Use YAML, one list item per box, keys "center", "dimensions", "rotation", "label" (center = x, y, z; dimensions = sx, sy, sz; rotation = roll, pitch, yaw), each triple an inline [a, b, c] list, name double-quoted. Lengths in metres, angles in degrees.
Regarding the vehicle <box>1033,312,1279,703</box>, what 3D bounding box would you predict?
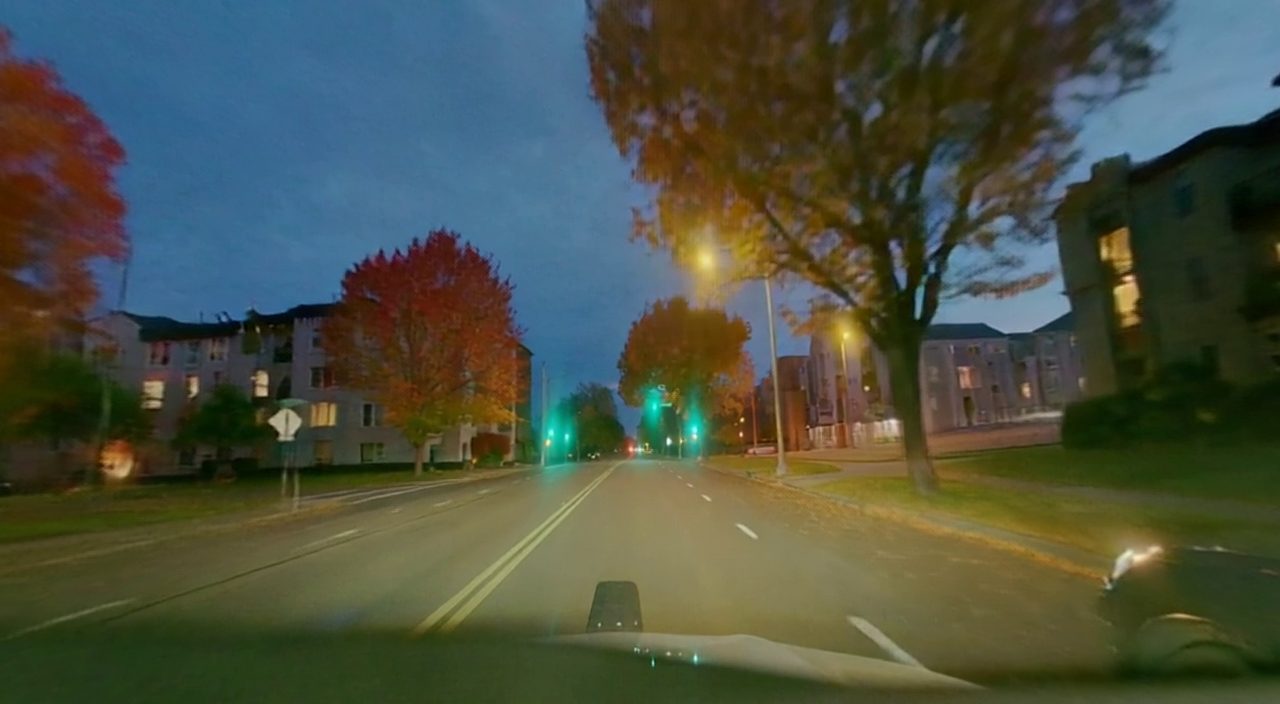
- center: [3.163, 0.578, 0.754]
  dimensions: [2.224, 1.791, 4.834]
  rotation: [0, -9, 0]
  label: "vehicle"
